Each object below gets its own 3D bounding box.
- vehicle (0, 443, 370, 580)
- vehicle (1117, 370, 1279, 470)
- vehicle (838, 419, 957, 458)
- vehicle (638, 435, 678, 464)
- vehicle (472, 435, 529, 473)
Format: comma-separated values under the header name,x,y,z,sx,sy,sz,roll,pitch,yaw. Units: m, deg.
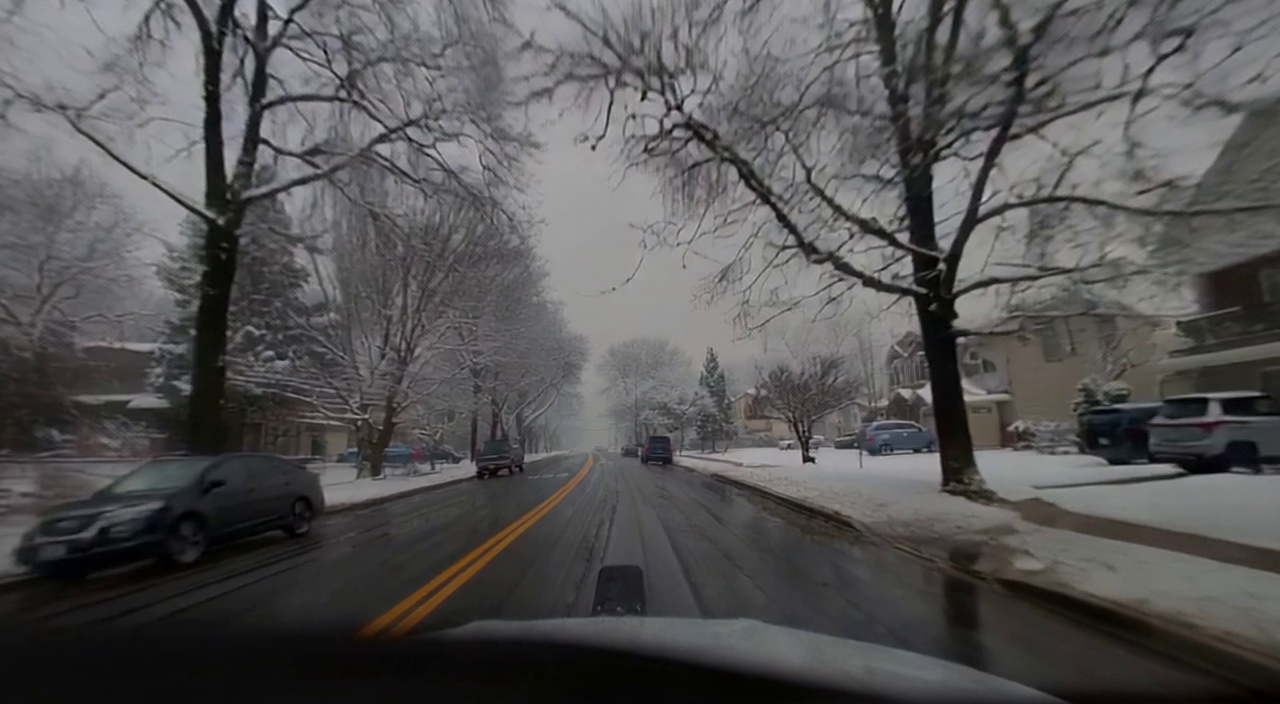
name,x,y,z,sx,sy,sz,roll,pitch,yaw
vehicle,-6.258,2.171,9.566,2.004,1.400,5.505,-2,-9,-1
vehicle,13.147,1.480,13.402,4.392,1.944,1.917,0,-9,0
vehicle,12.665,4.302,31.274,4.938,1.830,2.024,0,-9,-1
vehicle,1.043,6.027,39.275,2.007,1.702,4.430,0,-8,-4
vehicle,-7.357,5.470,33.857,2.102,1.801,5.574,0,-9,-3
